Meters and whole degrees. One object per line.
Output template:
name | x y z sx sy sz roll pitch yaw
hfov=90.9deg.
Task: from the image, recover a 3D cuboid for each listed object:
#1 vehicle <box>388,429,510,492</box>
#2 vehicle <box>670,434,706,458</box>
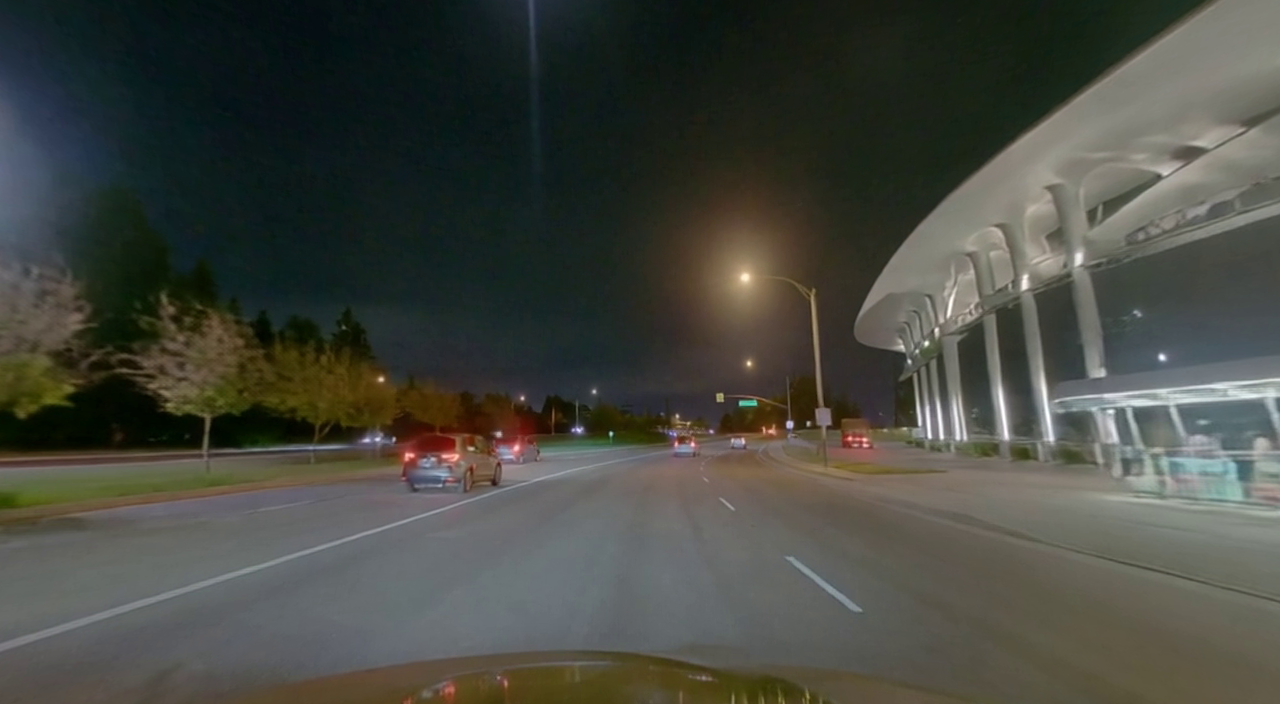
vehicle | -5.789 3.357 19.872 2.181 1.728 4.515 -1 -8 4
vehicle | 3.828 7.349 49.475 2.345 1.803 4.261 -2 -8 10
